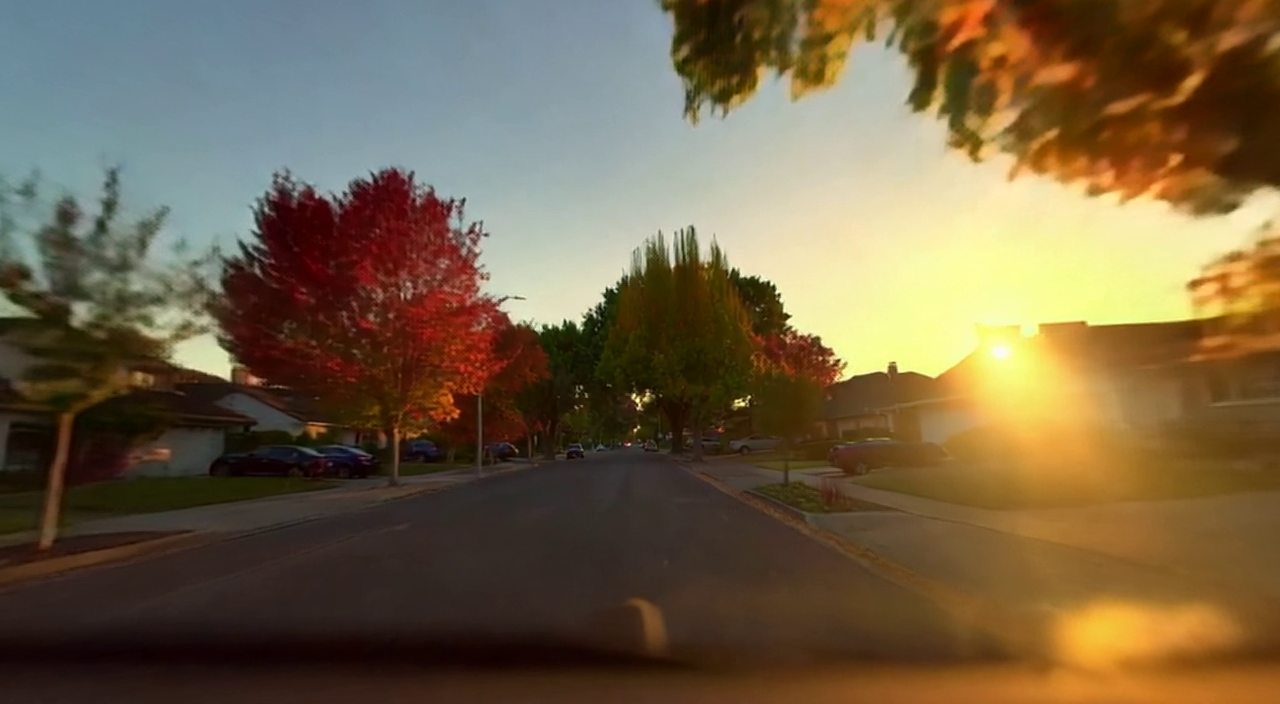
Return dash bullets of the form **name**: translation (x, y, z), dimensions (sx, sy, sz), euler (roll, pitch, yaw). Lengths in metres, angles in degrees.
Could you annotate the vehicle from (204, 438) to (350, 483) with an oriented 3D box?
- **vehicle**: translation (-15.188, 4.549, 26.676), dimensions (4.830, 1.725, 2.116), euler (0, -8, 2)
